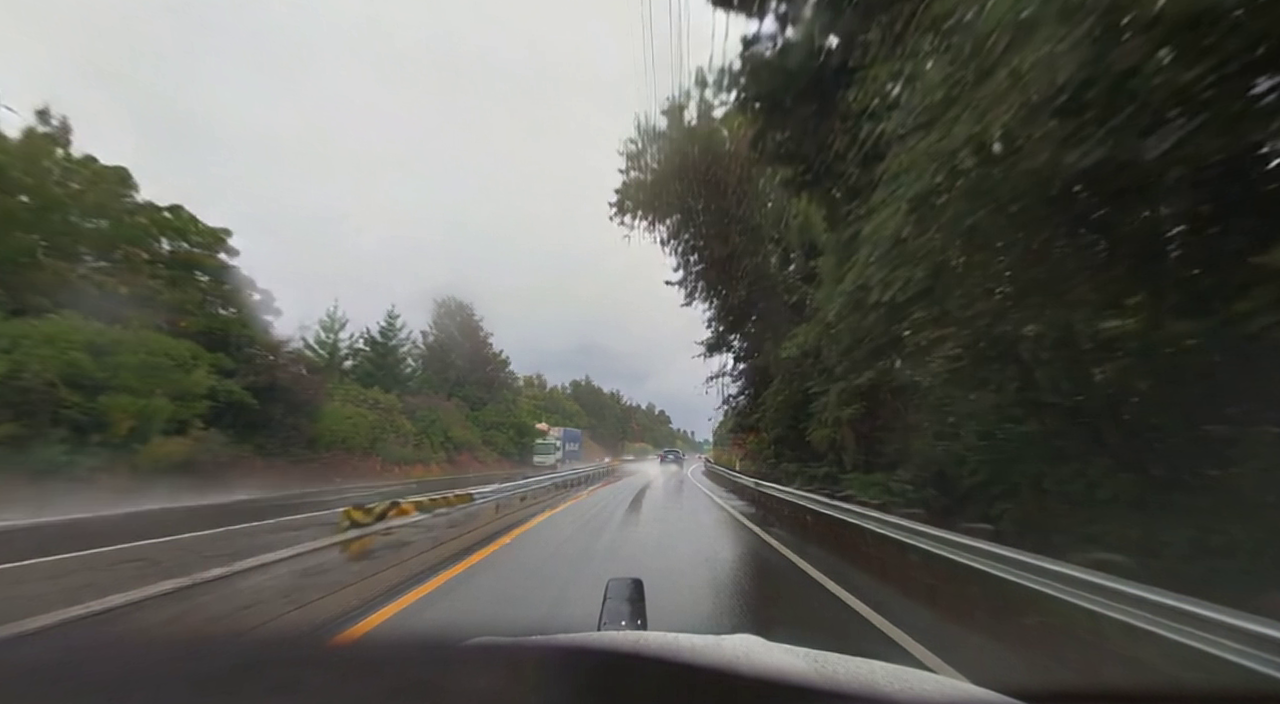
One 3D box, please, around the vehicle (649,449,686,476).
[{"bbox_3d":[1.676,6.577,37.723,2.080,1.486,3.813,-1,-9,3],"label":"vehicle"}]
